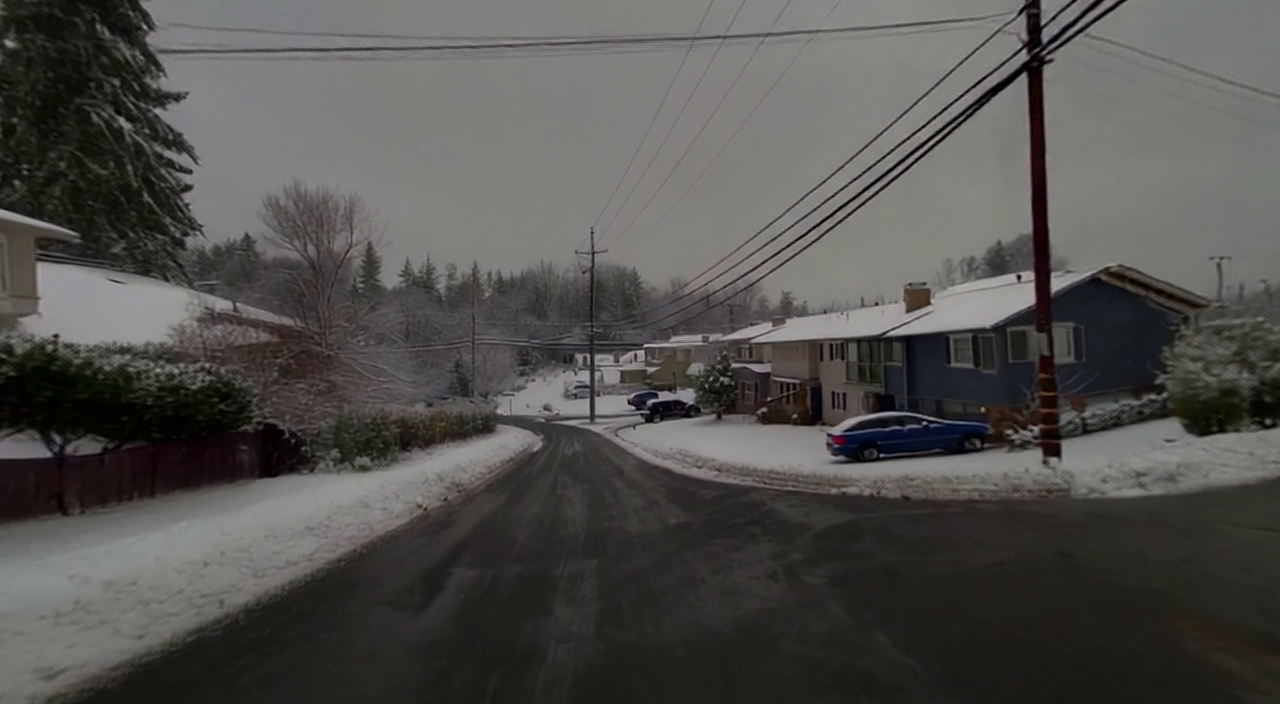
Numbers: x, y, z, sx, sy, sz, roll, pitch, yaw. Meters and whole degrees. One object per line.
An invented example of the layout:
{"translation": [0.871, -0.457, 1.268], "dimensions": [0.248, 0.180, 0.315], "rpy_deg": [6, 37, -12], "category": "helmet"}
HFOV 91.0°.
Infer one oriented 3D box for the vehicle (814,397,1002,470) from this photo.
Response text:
{"translation": [8.539, 2.660, 20.017], "dimensions": [5.663, 1.913, 2.170], "rpy_deg": [6, -10, -23], "category": "vehicle"}
